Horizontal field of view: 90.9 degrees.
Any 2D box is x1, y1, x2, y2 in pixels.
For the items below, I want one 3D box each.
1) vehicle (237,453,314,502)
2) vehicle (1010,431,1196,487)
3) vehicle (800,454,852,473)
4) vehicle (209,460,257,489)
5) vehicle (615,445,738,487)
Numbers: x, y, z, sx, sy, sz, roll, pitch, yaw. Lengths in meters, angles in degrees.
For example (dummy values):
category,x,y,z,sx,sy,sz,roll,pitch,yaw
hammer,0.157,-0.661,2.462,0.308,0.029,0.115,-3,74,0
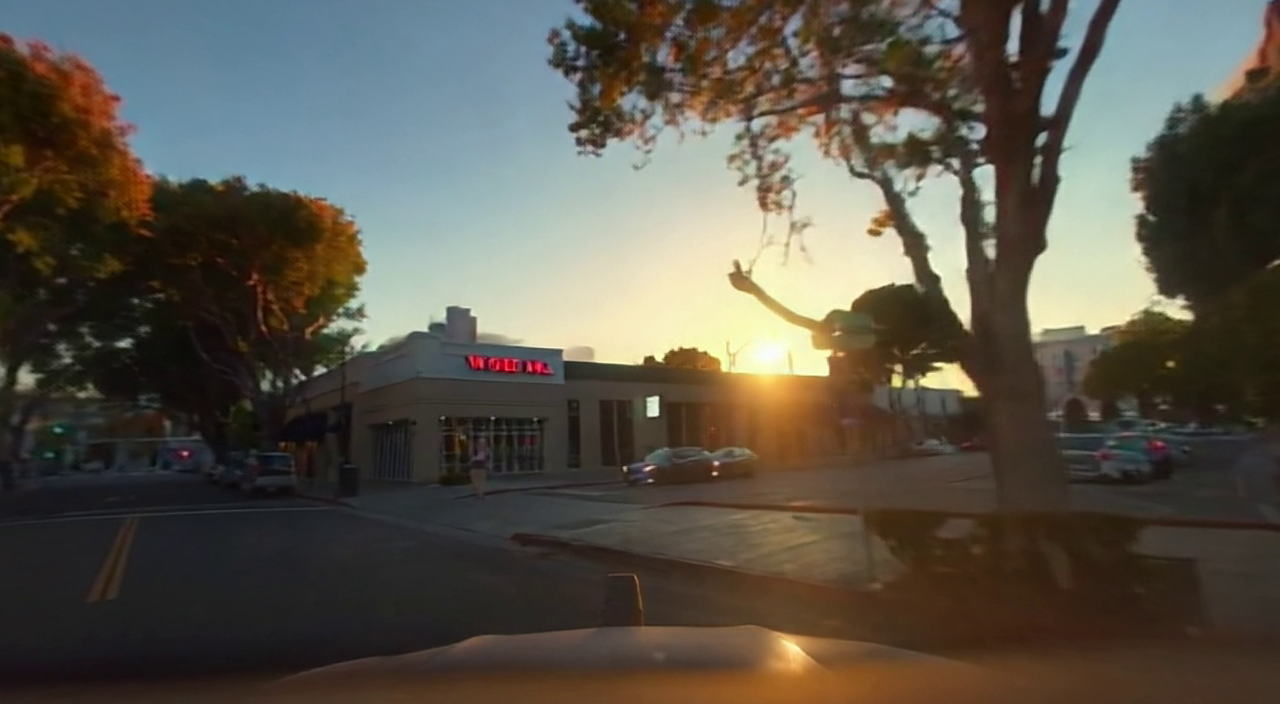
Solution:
category,x,y,z,sx,sy,sz,roll,pitch,yaw
vehicle,-16.539,5.580,28.474,2.150,2.013,4.748,7,-12,-38
vehicle,15.492,3.568,21.293,4.706,1.663,1.993,-8,-12,43
vehicle,14.530,8.749,49.379,1.557,1.372,3.538,7,-13,-43
vehicle,-27.441,8.199,42.429,2.053,1.691,4.194,7,-11,-40
vehicle,1.510,4.782,26.731,4.814,1.618,1.869,-4,-10,27
